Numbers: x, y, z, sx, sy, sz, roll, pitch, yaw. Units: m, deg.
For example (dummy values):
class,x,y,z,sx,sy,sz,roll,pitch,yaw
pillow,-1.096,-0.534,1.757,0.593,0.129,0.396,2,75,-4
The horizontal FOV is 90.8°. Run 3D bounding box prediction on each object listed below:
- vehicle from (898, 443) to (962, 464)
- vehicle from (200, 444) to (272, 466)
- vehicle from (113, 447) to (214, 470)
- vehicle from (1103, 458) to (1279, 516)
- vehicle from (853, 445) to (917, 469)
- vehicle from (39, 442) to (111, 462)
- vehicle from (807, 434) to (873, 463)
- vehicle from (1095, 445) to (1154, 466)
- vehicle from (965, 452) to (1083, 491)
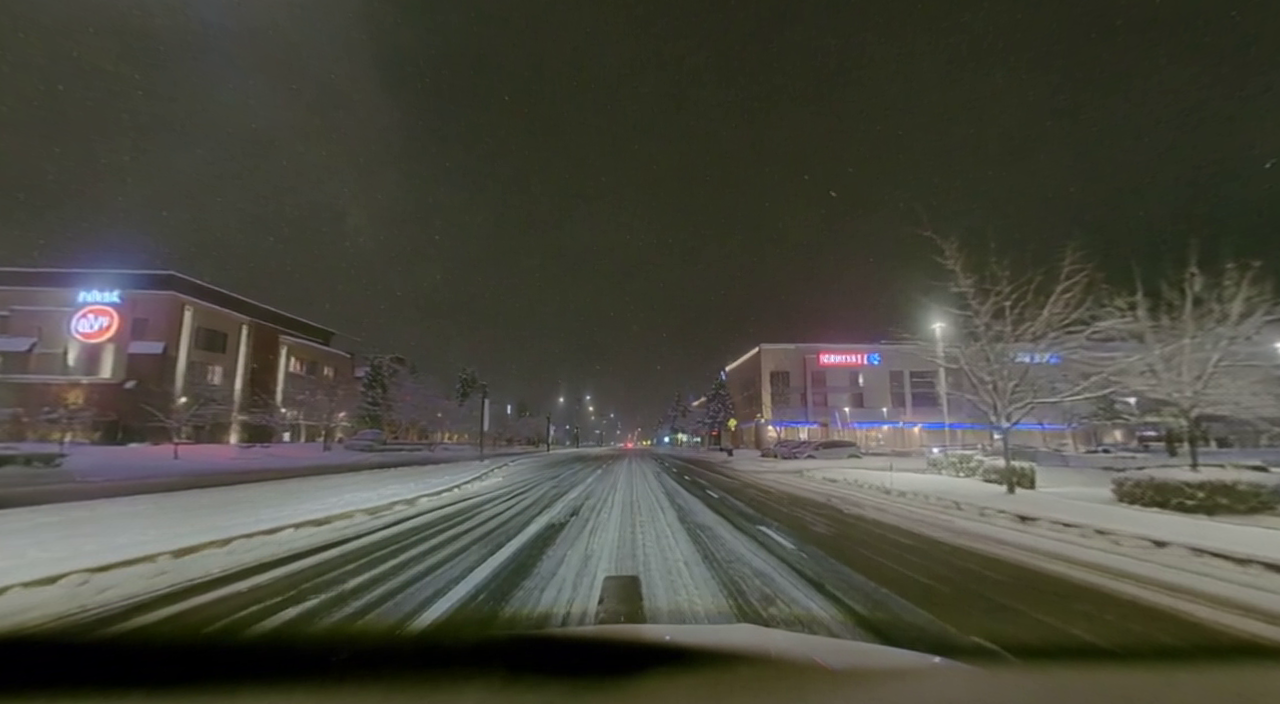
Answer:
class,x,y,z,sx,sy,sz,roll,pitch,yaw
vehicle,21.856,7.667,47.803,1.908,1.469,4.354,3,-9,-18
vehicle,-30.497,7.792,47.737,4.104,1.576,1.852,0,-8,2
vehicle,-30.521,6.807,40.517,4.880,1.464,1.953,0,-8,1
vehicle,17.156,3.999,18.919,4.711,1.494,2.224,-2,-9,3
vehicle,15.743,6.759,40.900,1.936,1.464,4.867,1,-9,-5
vehicle,-43.031,7.614,48.159,3.754,1.427,1.821,0,-8,1
vehicle,14.833,7.260,47.303,2.189,1.951,5.828,0,-9,-10
vehicle,36.382,7.738,47.575,1.609,1.450,3.642,1,-8,1
vehicle,16.892,5.249,27.928,3.889,1.590,1.950,0,-9,0
